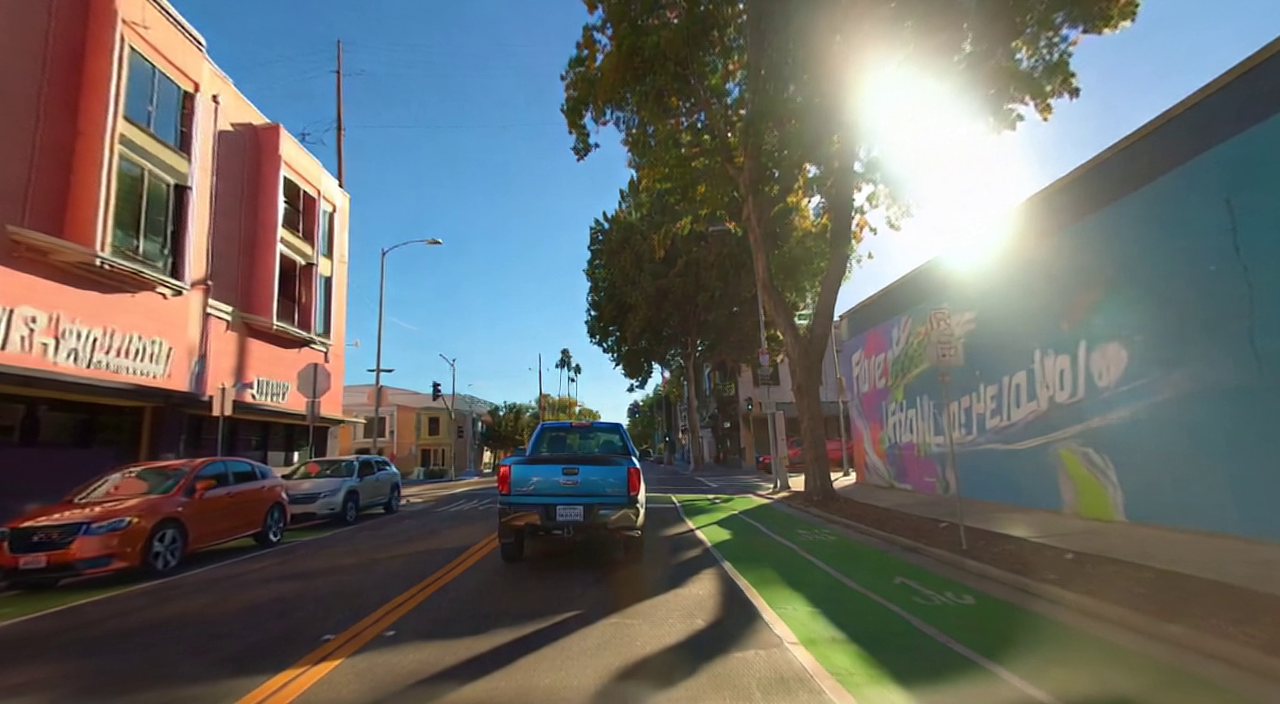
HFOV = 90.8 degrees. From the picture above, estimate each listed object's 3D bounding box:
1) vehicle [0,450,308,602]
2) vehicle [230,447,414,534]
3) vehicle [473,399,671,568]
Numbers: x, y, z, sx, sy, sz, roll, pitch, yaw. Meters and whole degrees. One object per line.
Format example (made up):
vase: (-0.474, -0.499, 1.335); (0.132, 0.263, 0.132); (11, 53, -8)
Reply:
vehicle: (-7.203, 2.422, 9.781); (1.882, 1.686, 4.489); (-2, -8, -3)
vehicle: (-7.395, 3.211, 15.450); (1.884, 1.730, 5.076); (0, -8, 0)
vehicle: (-0.749, 1.823, 9.480); (2.215, 1.882, 4.611); (0, -8, 0)
